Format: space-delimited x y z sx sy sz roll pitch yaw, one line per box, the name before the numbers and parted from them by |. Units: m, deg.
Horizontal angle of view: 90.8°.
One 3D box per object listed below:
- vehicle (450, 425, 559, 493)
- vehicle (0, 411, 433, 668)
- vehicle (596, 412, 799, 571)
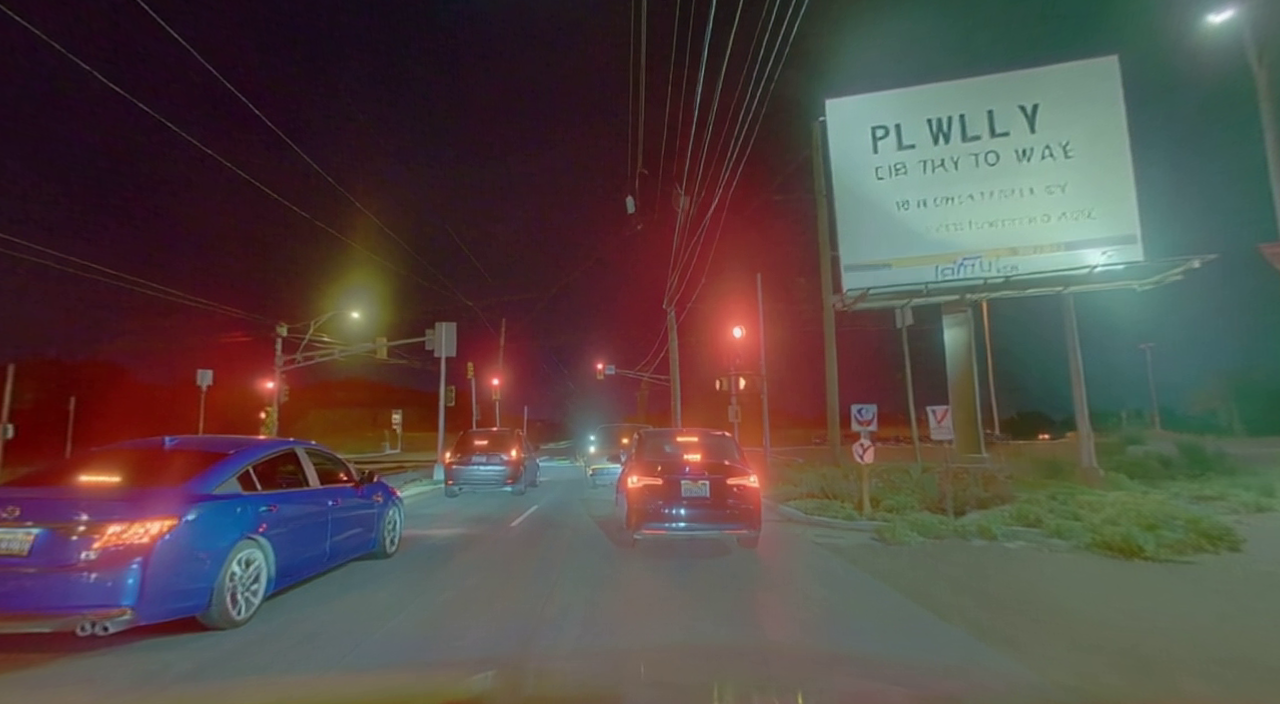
vehicle | -3.304 2.706 16.221 1.984 1.505 4.047 0 -8 -1
vehicle | -3.685 1.425 5.998 1.956 1.468 4.585 0 -8 -1
vehicle | 0.439 1.656 8.217 1.998 1.529 3.960 1 -8 -4
